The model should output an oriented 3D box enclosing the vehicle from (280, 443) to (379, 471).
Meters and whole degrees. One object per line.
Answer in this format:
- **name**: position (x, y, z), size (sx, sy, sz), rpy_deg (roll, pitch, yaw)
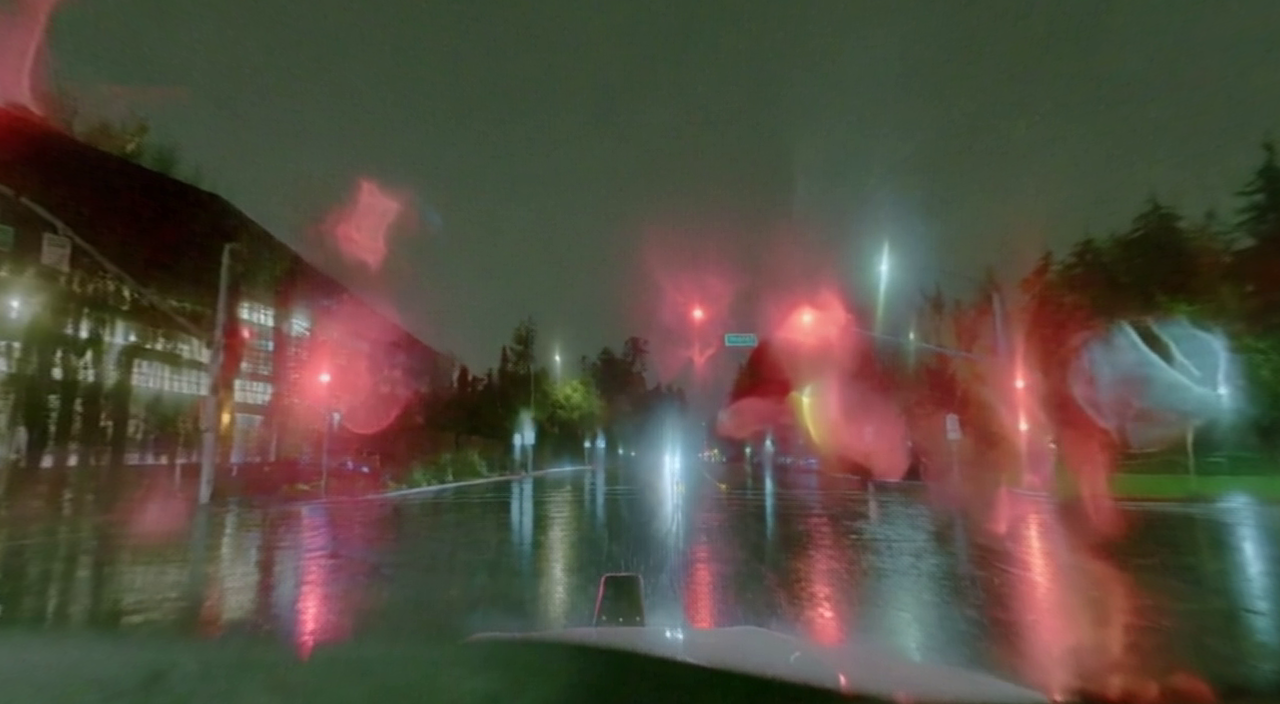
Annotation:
- **vehicle**: position (-18.123, 6.131, 37.052), size (4.765, 1.593, 1.891), rpy_deg (0, -9, -1)
